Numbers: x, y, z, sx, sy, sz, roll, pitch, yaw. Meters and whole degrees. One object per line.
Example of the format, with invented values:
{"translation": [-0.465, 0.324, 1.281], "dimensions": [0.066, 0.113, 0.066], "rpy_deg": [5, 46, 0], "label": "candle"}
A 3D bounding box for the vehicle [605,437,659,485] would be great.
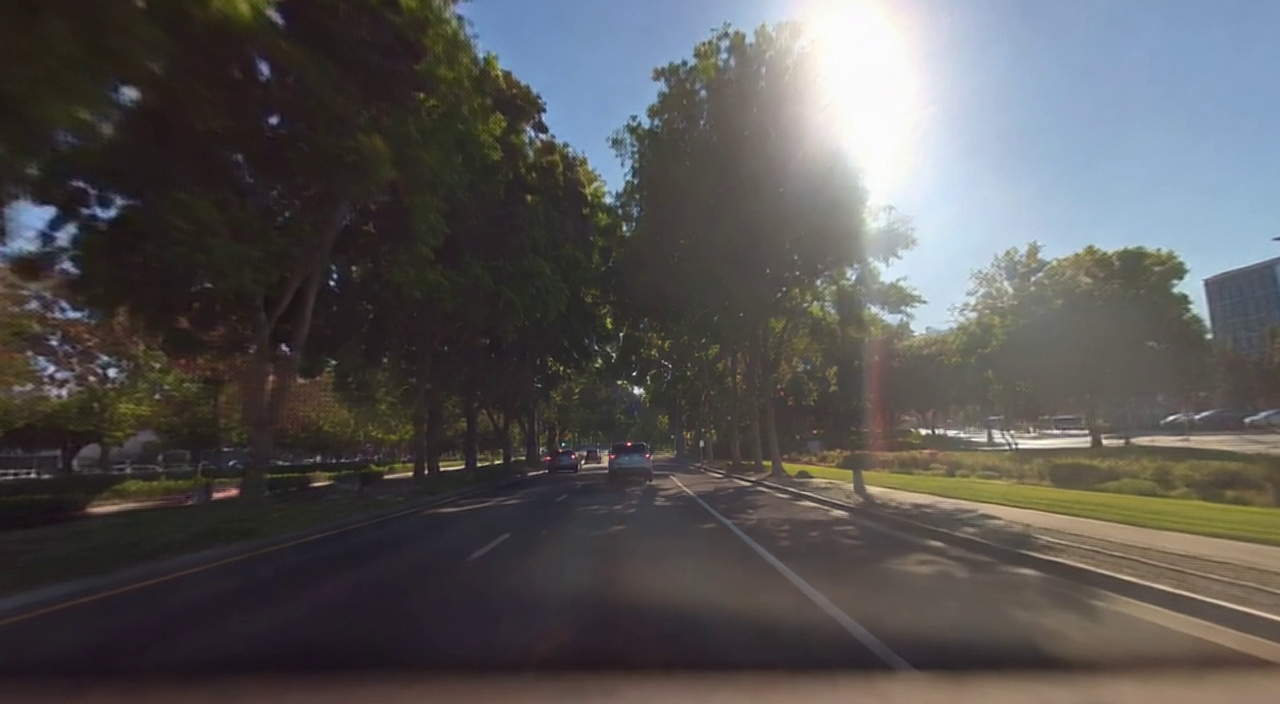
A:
{"translation": [-0.305, 4.382, 25.668], "dimensions": [2.018, 1.769, 3.897], "rpy_deg": [0, -8, 0], "label": "vehicle"}

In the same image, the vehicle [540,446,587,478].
{"translation": [-3.983, 5.821, 33.717], "dimensions": [1.936, 1.538, 4.016], "rpy_deg": [0, -8, 1], "label": "vehicle"}
